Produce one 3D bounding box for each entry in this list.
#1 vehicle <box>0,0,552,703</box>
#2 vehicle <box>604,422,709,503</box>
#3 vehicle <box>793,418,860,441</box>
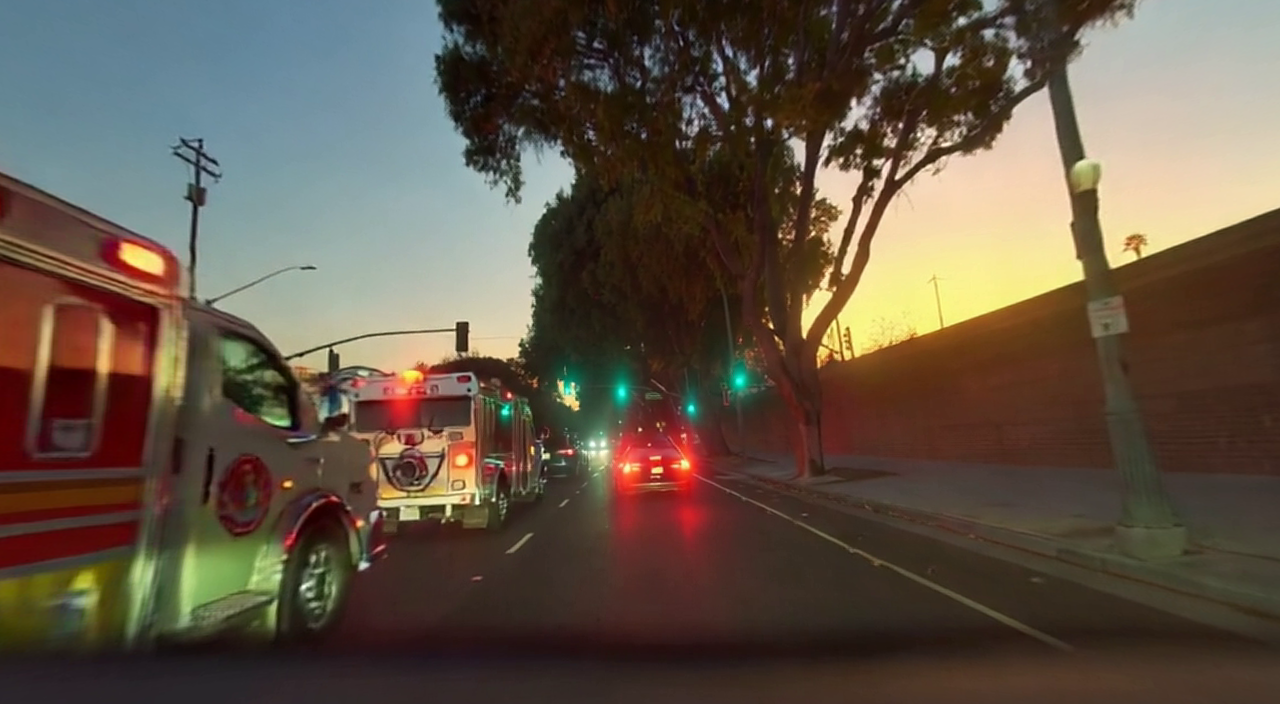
[{"bbox_3d":[-3.570,0.580,6.760,3.631,3.655,12.773,0,-8,-1],"label":"vehicle"},{"bbox_3d":[0.252,2.880,16.914,2.332,1.831,4.930,0,-8,-4],"label":"vehicle"},{"bbox_3d":[14.427,6.000,48.920,4.528,1.704,2.073,2,-9,-14],"label":"vehicle"}]
